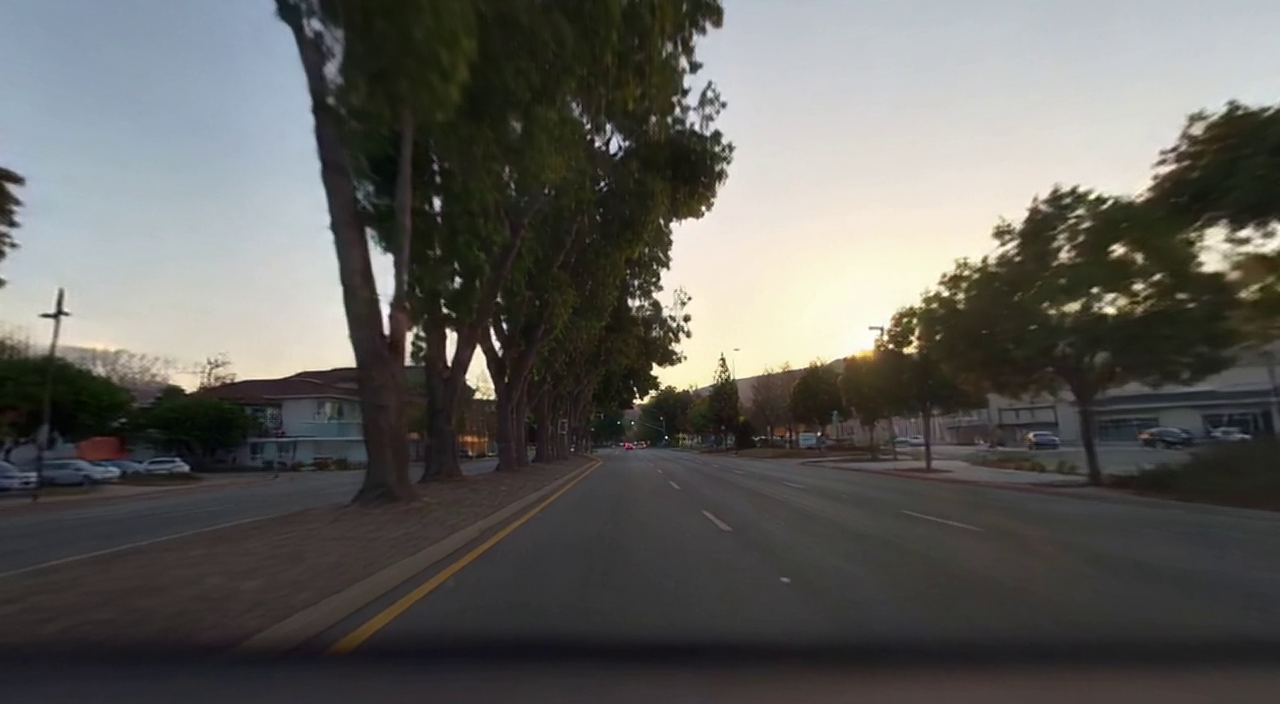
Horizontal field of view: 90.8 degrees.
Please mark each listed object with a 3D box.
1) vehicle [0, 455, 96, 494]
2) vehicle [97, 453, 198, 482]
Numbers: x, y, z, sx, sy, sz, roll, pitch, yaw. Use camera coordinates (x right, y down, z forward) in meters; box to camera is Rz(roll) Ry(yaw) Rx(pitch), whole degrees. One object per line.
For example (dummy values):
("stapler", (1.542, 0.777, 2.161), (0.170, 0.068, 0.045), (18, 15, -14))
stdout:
("vehicle", (-29.060, 5.830, 30.445), (1.918, 1.669, 4.300), (0, -9, -3))
("vehicle", (-30.689, 7.180, 39.460), (4.632, 1.681, 1.904), (0, -9, -1))
